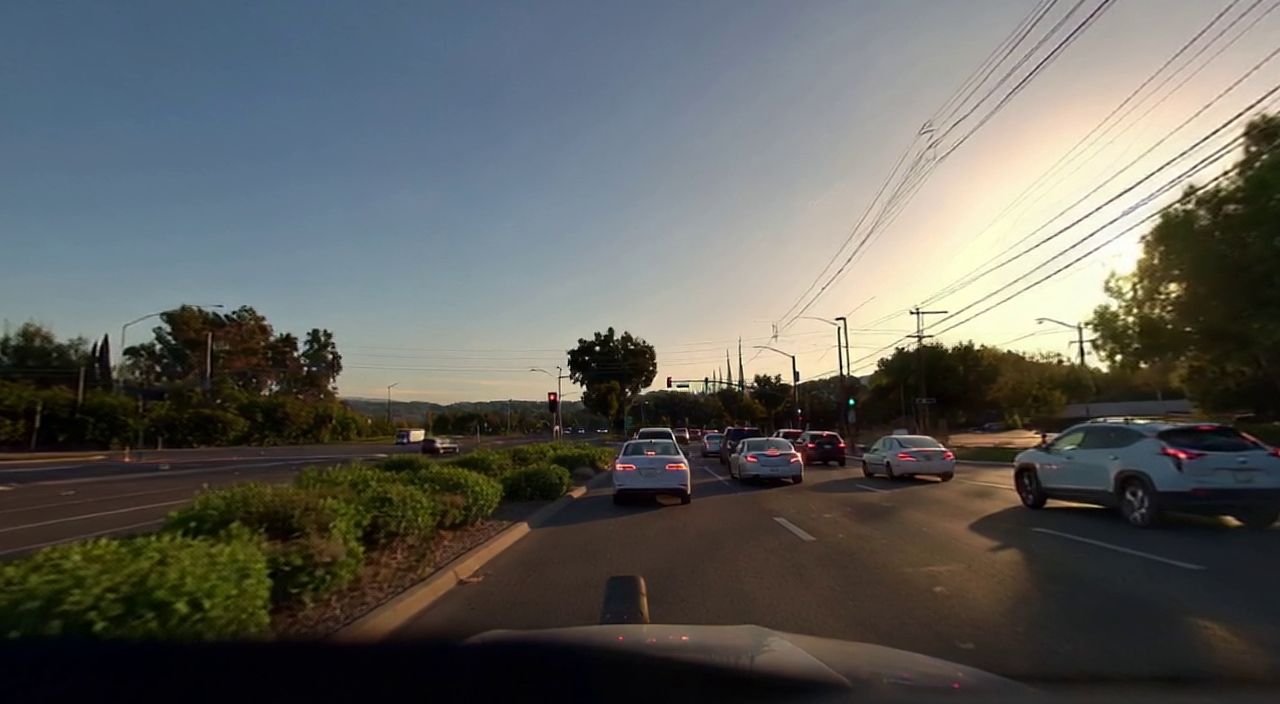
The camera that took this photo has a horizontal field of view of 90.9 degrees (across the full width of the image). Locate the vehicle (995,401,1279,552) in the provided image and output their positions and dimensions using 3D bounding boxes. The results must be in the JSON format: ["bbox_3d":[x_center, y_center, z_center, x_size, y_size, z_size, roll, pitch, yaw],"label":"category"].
[{"bbox_3d":[8.281,1.864,10.146,2.195,1.802,5.051,0,-8,1],"label":"vehicle"}]

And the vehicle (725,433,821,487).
[{"bbox_3d":[3.944,3.306,19.554,2.028,1.454,4.531,0,-8,0],"label":"vehicle"}]

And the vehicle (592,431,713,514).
[{"bbox_3d":[0.266,2.526,13.730,2.208,1.498,4.401,0,-8,1],"label":"vehicle"}]

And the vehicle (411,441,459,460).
[{"bbox_3d":[-15.827,7.610,48.932,1.986,1.404,4.177,-1,-8,5],"label":"vehicle"}]

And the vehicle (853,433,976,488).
[{"bbox_3d":[8.199,3.277,19.350,1.905,1.483,4.469,-1,-8,3],"label":"vehicle"}]
